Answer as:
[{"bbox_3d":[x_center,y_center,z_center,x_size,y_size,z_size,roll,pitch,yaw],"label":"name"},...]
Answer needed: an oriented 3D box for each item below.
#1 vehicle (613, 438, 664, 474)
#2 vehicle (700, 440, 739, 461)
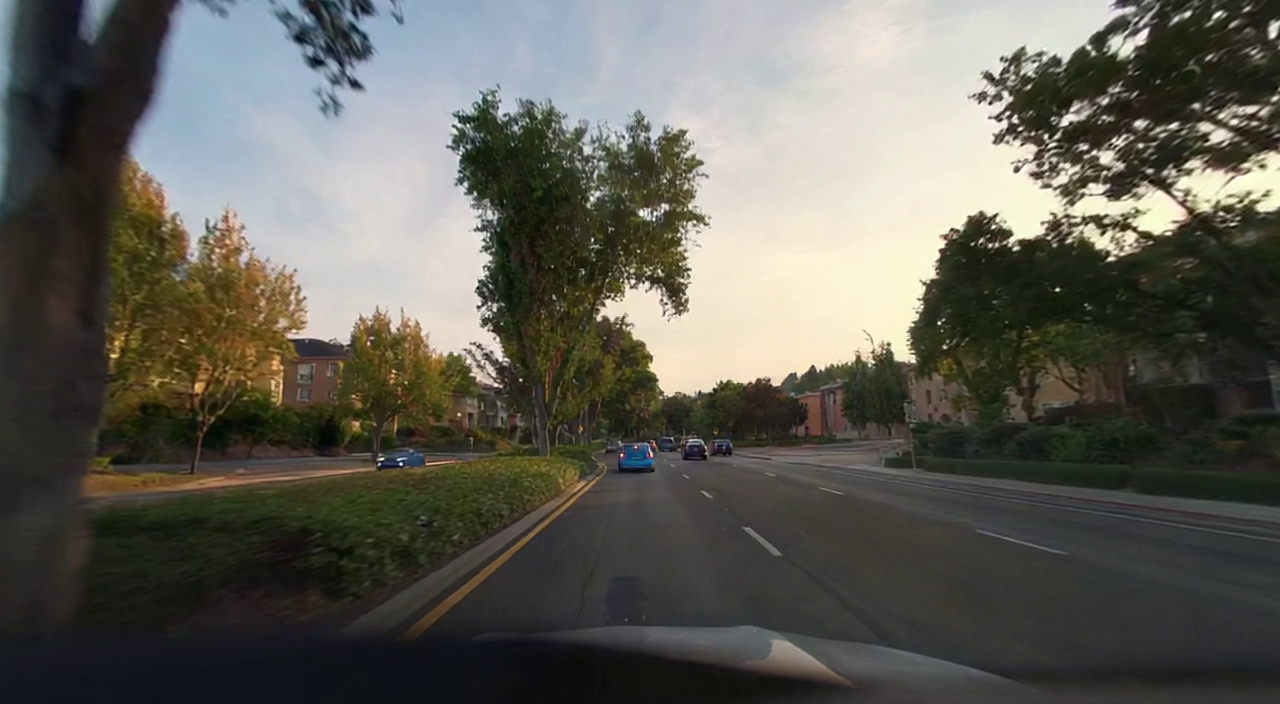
[{"bbox_3d":[-0.058,4.604,28.084,2.102,1.481,3.907,0,-8,0],"label":"vehicle"},{"bbox_3d":[5.880,7.318,47.040,2.067,1.514,4.188,1,-8,-5],"label":"vehicle"}]
